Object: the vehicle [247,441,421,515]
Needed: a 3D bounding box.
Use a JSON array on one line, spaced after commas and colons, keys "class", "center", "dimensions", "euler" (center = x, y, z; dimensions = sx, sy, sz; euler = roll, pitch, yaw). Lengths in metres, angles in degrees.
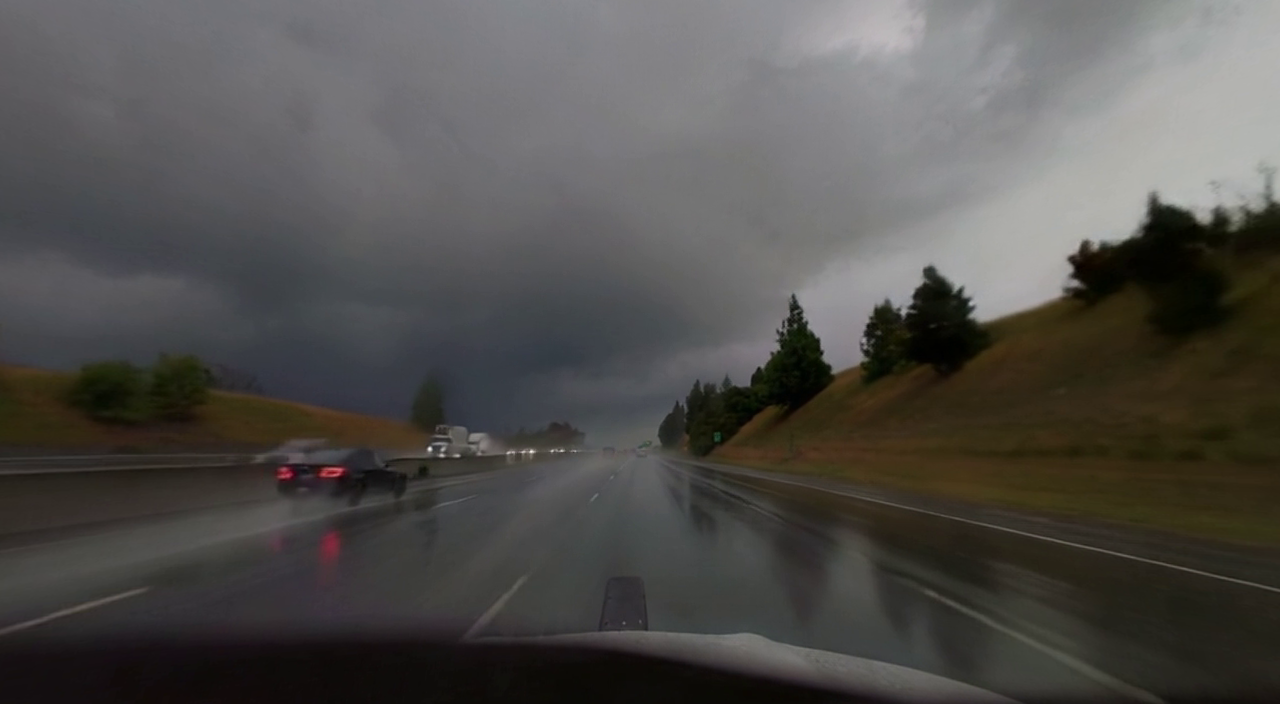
[{"class": "vehicle", "center": [-6.997, 2.909, 15.017], "dimensions": [1.966, 1.476, 4.240], "euler": [0, -9, 1]}]
